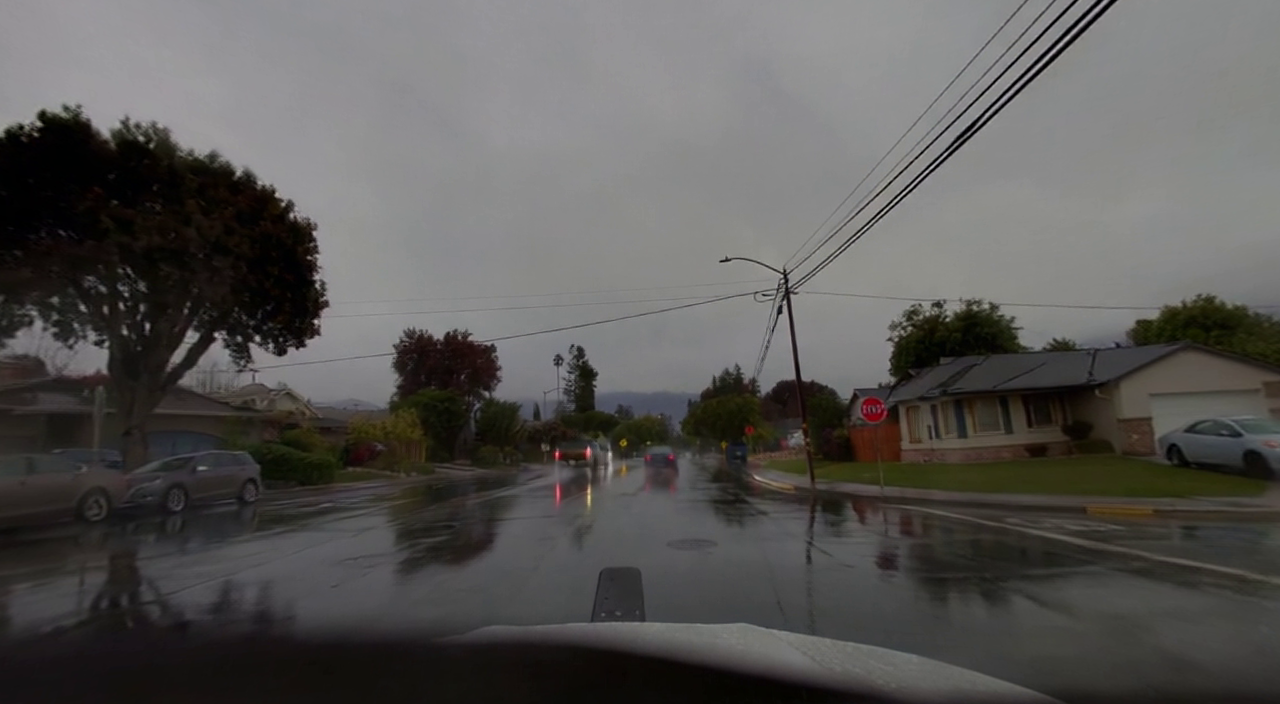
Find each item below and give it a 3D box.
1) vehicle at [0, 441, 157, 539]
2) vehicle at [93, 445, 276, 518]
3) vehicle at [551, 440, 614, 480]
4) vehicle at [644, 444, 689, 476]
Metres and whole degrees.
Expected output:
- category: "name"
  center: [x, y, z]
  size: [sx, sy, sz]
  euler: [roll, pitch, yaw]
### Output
- category: "vehicle"
  center: [-14.117, 3.037, 13.900]
  size: [2.191, 1.980, 5.888]
  euler: [-4, -9, 1]
- category: "vehicle"
  center: [-13.772, 3.932, 19.511]
  size: [2.076, 1.864, 4.730]
  euler: [-3, -10, 1]
- category: "vehicle"
  center: [-2.605, 4.999, 29.518]
  size: [2.178, 1.695, 4.339]
  euler: [-1, -8, 5]
- category: "vehicle"
  center: [1.402, 5.405, 31.748]
  size: [1.955, 1.459, 4.383]
  euler: [-1, -8, 6]
